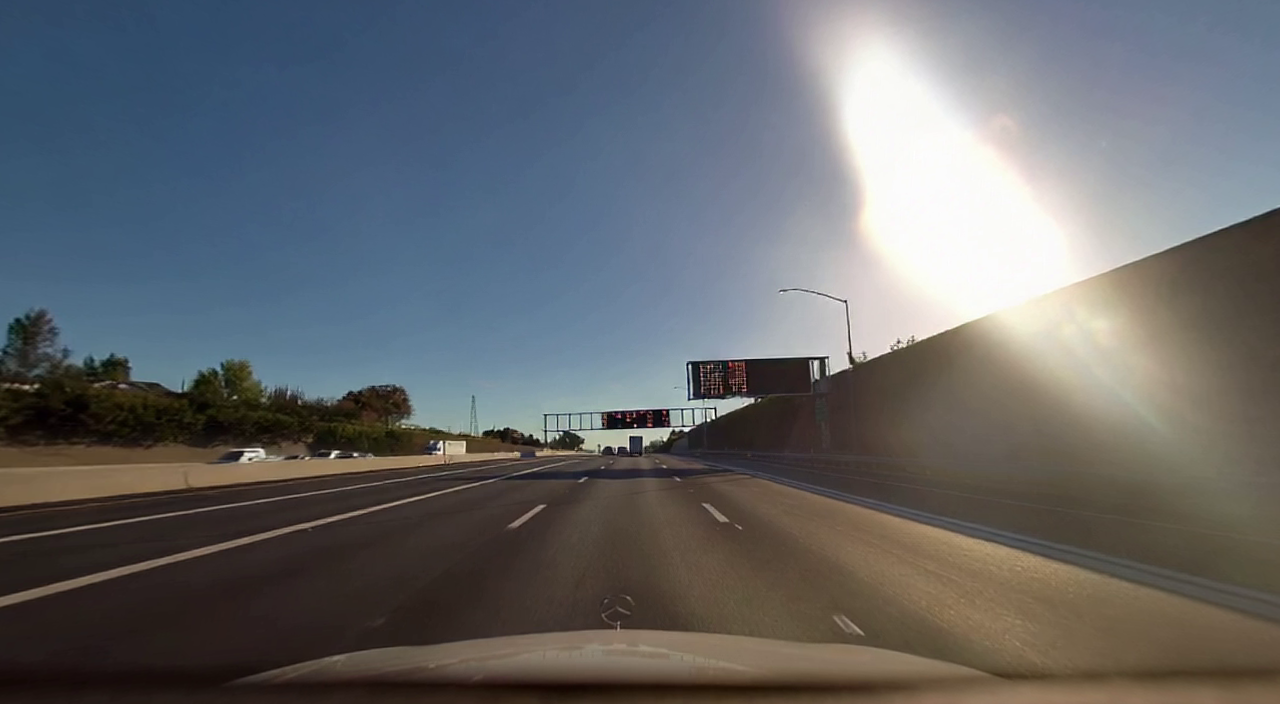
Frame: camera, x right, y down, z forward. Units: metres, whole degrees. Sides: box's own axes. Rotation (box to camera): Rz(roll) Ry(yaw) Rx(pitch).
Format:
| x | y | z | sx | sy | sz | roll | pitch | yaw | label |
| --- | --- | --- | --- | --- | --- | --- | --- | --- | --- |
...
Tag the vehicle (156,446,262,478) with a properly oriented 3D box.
| x | y | z | sx | sy | sz | roll | pitch | yaw | label |
| --- | --- | --- | --- | --- | --- | --- | --- | --- | --- |
| -22.287 | 5.676 | 32.978 | 2.007 | 1.444 | 5.016 | 0 | -8 | 1 | vehicle |
